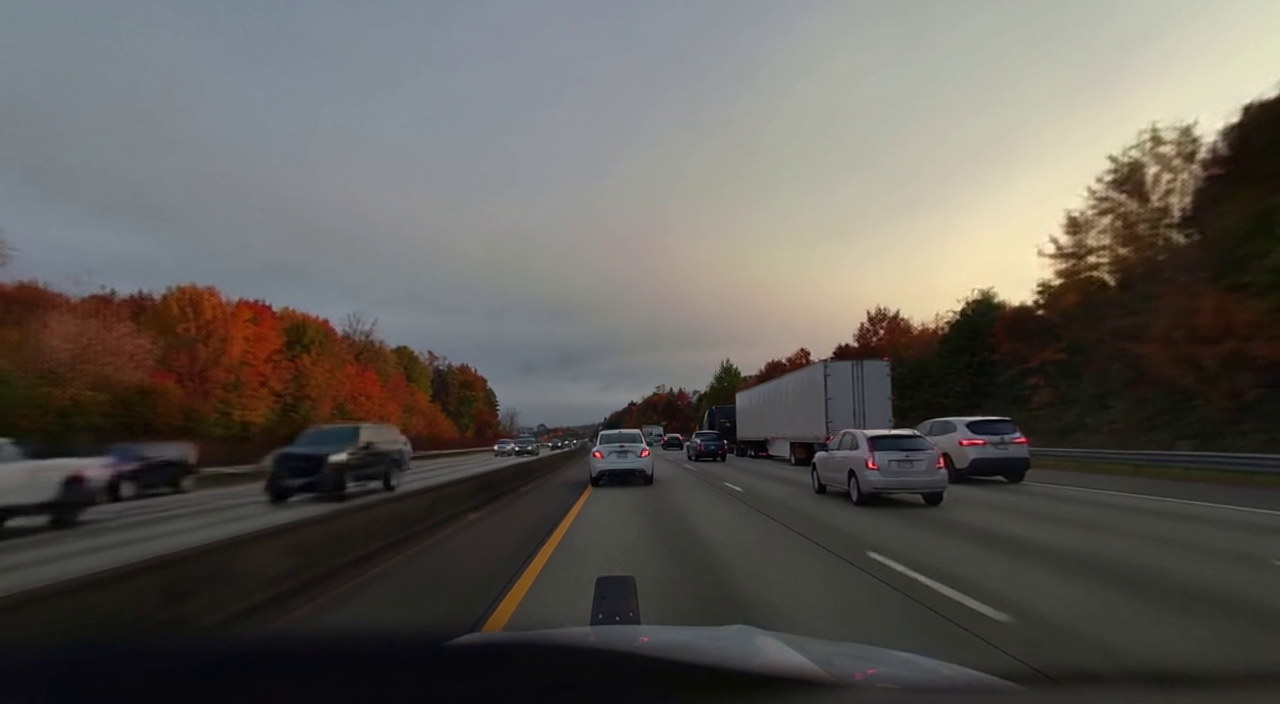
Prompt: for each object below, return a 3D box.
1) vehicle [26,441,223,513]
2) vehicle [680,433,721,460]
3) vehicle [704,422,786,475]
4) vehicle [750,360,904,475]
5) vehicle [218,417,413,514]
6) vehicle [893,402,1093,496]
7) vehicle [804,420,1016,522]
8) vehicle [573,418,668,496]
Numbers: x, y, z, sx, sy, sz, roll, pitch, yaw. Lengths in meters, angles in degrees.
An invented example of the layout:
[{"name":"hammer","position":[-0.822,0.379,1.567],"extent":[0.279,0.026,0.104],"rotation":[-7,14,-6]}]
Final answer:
[{"name":"vehicle","position":[-15.038,3.607,18.781],"extent":[2.016,1.837,4.553],"rotation":[0,-8,0]},{"name":"vehicle","position":[3.456,5.448,36.425],"extent":[1.865,1.471,3.916],"rotation":[0,-8,-2]},{"name":"vehicle","position":[3.615,3.421,22.461],"extent":[2.147,1.707,3.963],"rotation":[0,-8,-2]},{"name":"vehicle","position":[7.814,3.178,29.125],"extent":[2.867,4.066,13.802],"rotation":[0,-7,0]},{"name":"vehicle","position":[-7.927,2.787,16.177],"extent":[2.243,2.051,5.305],"rotation":[0,-8,-1]},{"name":"vehicle","position":[8.443,2.371,15.704],"extent":[2.116,1.965,4.691],"rotation":[0,-8,-2]},{"name":"vehicle","position":[4.611,2.065,11.564],"extent":[2.040,1.523,4.068],"rotation":[0,-8,-1]},{"name":"vehicle","position":[-0.488,2.613,16.115],"extent":[2.087,1.709,4.455],"rotation":[0,-8,-1]}]
